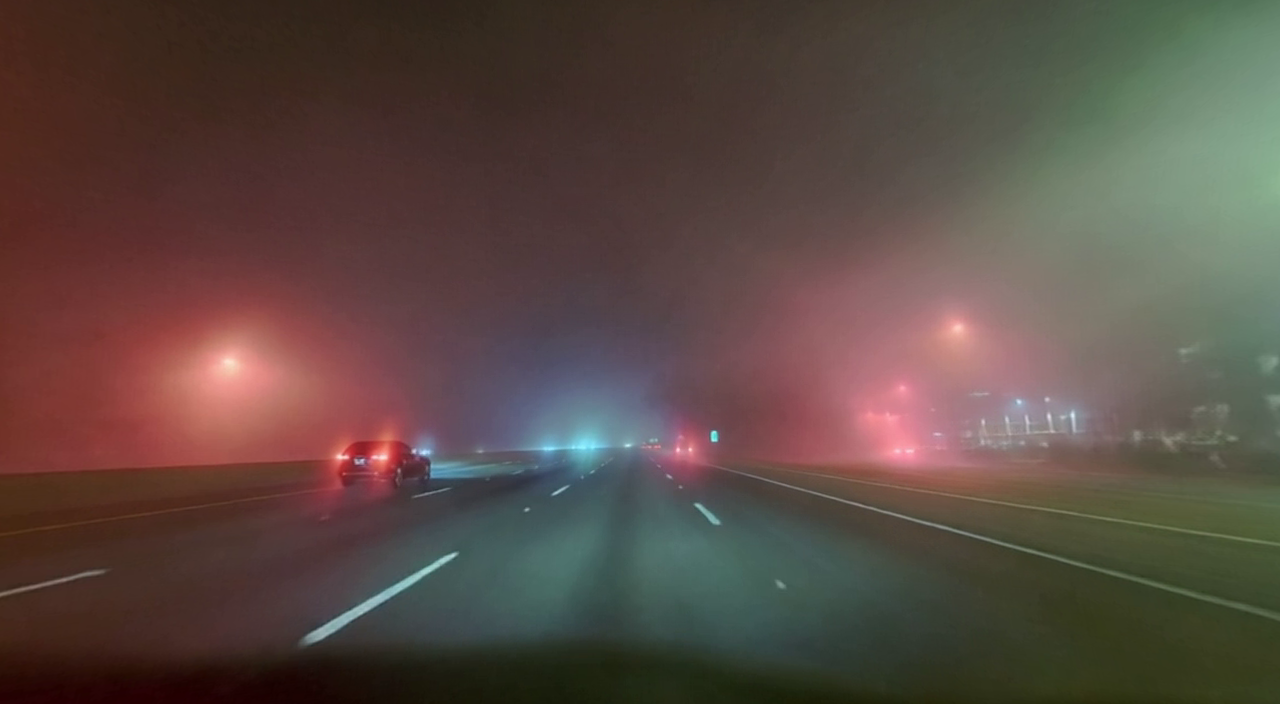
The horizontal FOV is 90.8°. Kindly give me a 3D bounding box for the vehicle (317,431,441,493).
[{"bbox_3d":[-8.026,3.406,19.966,2.089,1.724,4.327,0,-9,-1],"label":"vehicle"}]
